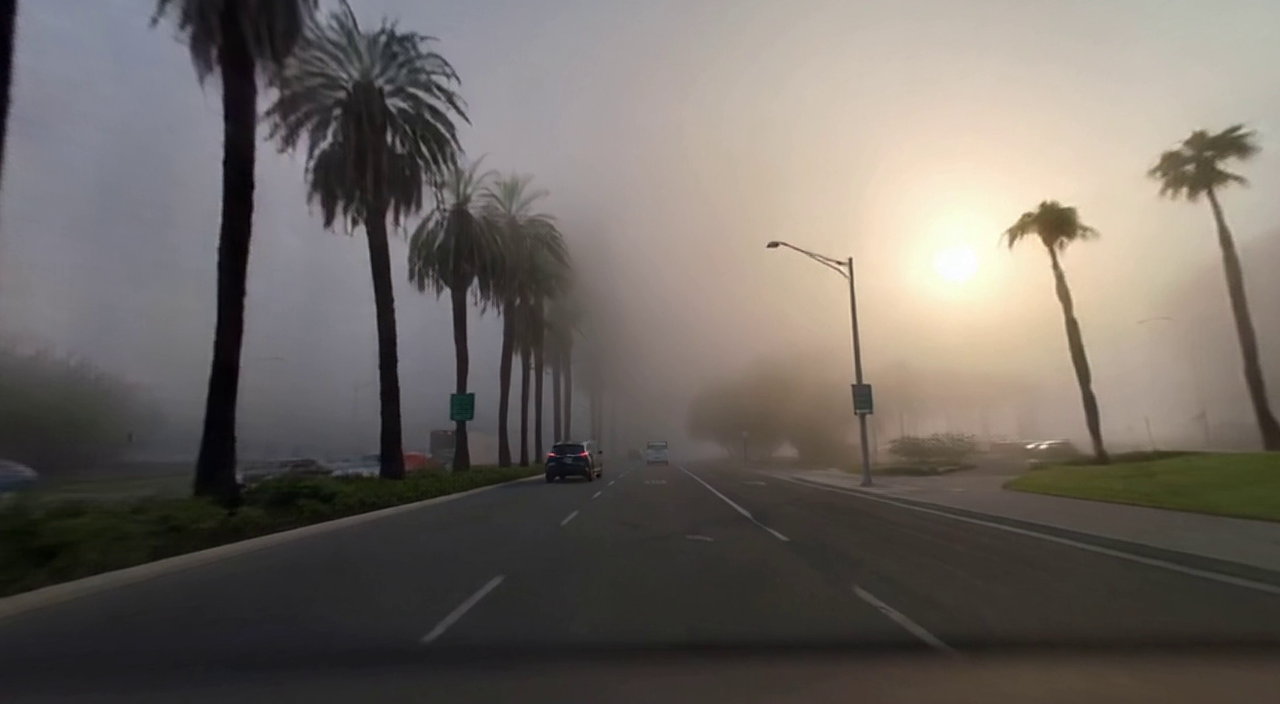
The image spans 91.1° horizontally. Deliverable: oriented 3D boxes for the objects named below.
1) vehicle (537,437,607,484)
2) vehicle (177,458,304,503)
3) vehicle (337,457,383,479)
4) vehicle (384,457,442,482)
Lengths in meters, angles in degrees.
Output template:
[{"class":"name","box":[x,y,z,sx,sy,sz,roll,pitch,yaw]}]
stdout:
[{"class":"vehicle","box":[-2.757,4.540,26.647,2.188,1.819,4.667,-1,-8,4]},{"class":"vehicle","box":[-16.023,5.132,25.522,2.195,1.559,4.362,0,-8,2]},{"class":"vehicle","box":[-22.088,9.088,49.495,2.079,1.515,4.616,7,-11,-39]},{"class":"vehicle","box":[-15.532,8.035,43.204,2.255,1.551,4.298,0,-8,2]}]
